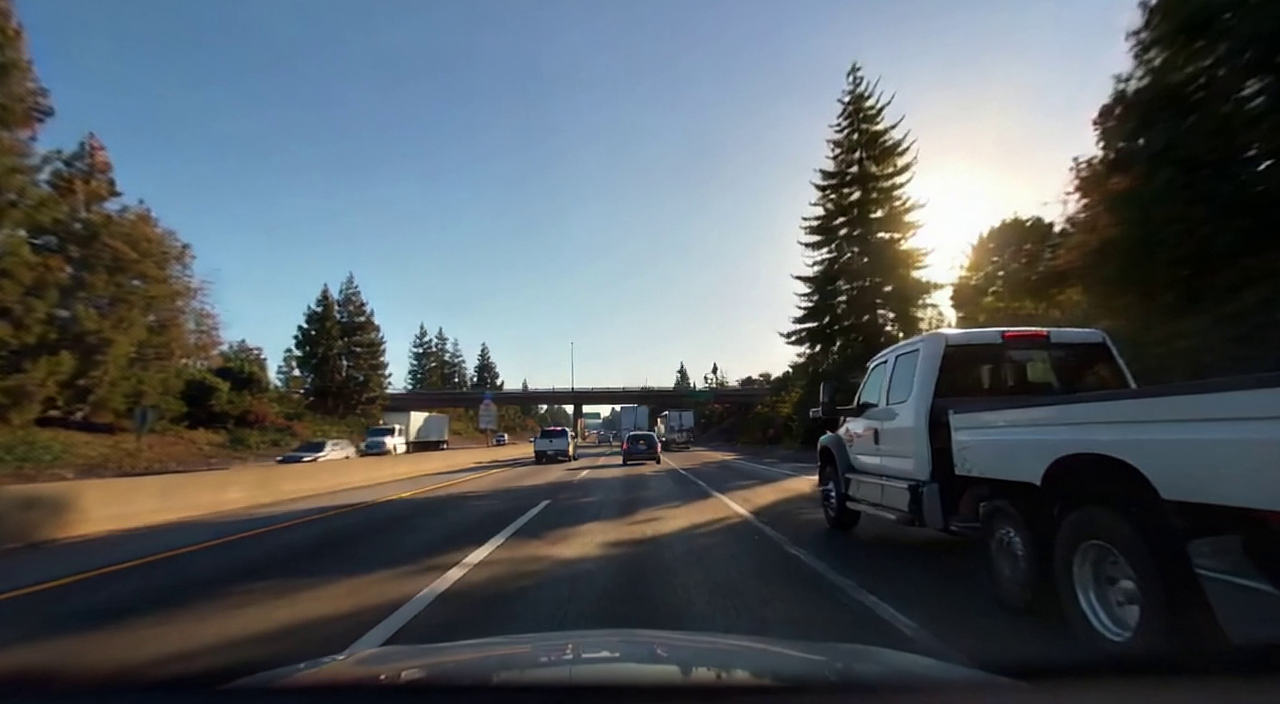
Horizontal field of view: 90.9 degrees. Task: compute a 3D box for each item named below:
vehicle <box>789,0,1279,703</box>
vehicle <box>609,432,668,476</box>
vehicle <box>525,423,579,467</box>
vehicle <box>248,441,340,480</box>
[{"bbox_3d":[3.652,0.233,5.110,2.783,3.483,7.836,0,-8,-1],"label":"vehicle"},{"bbox_3d":[-0.082,3.825,23.900,2.059,1.522,3.693,0,-8,-1],"label":"vehicle"},{"bbox_3d":[-4.277,4.602,31.330,2.013,1.961,4.692,0,-8,0],"label":"vehicle"},{"bbox_3d":[-16.374,5.126,30.119,1.938,1.653,4.297,0,-8,0],"label":"vehicle"}]
